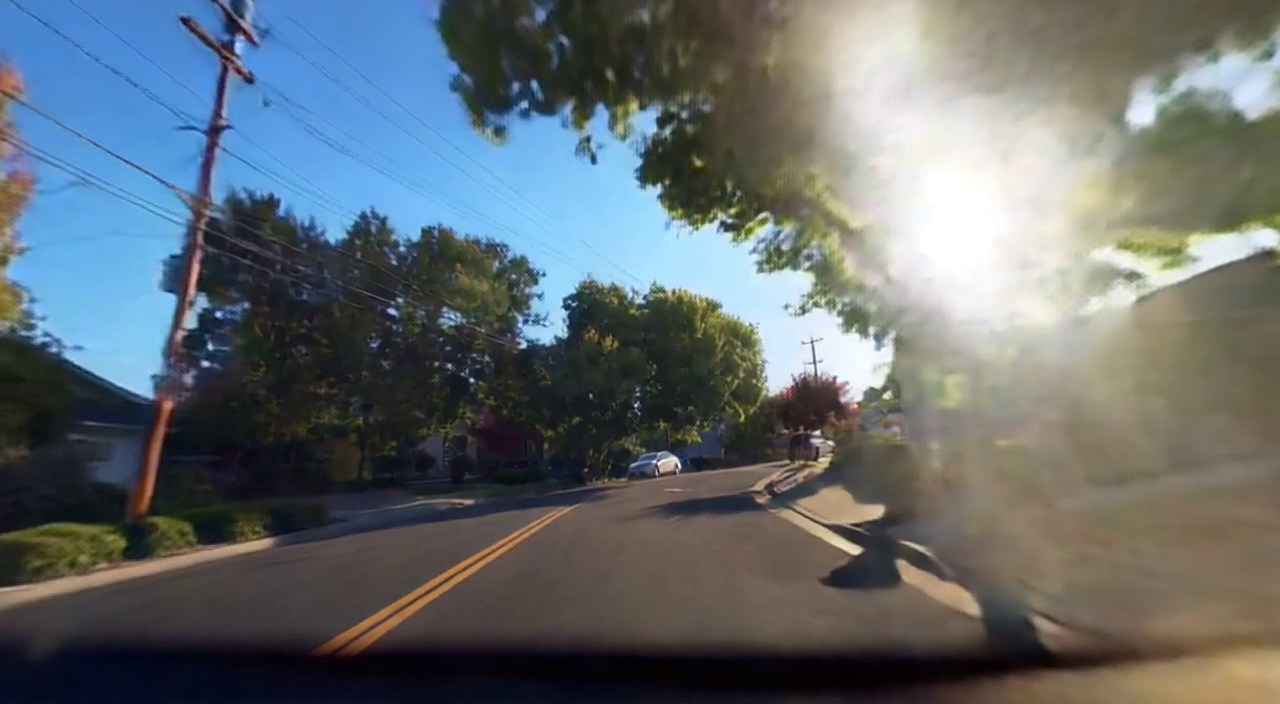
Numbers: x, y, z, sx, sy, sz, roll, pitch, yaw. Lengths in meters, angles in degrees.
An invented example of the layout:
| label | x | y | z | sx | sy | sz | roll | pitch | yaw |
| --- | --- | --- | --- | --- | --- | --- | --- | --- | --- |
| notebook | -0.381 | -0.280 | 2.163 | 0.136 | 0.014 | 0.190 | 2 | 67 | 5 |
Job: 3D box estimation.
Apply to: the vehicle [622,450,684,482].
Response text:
| label | x | y | z | sx | sy | sz | roll | pitch | yaw |
| --- | --- | --- | --- | --- | --- | --- | --- | --- | --- |
| vehicle | 0.907 | 7.384 | 41.281 | 2.039 | 1.949 | 4.511 | -5 | -10 | 32 |

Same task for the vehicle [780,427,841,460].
| label | x | y | z | sx | sy | sz | roll | pitch | yaw |
| --- | --- | --- | --- | --- | --- | --- | --- | --- | --- |
| vehicle | 11.055 | 5.903 | 40.707 | 2.086 | 1.974 | 4.890 | -6 | -10 | 36 |
